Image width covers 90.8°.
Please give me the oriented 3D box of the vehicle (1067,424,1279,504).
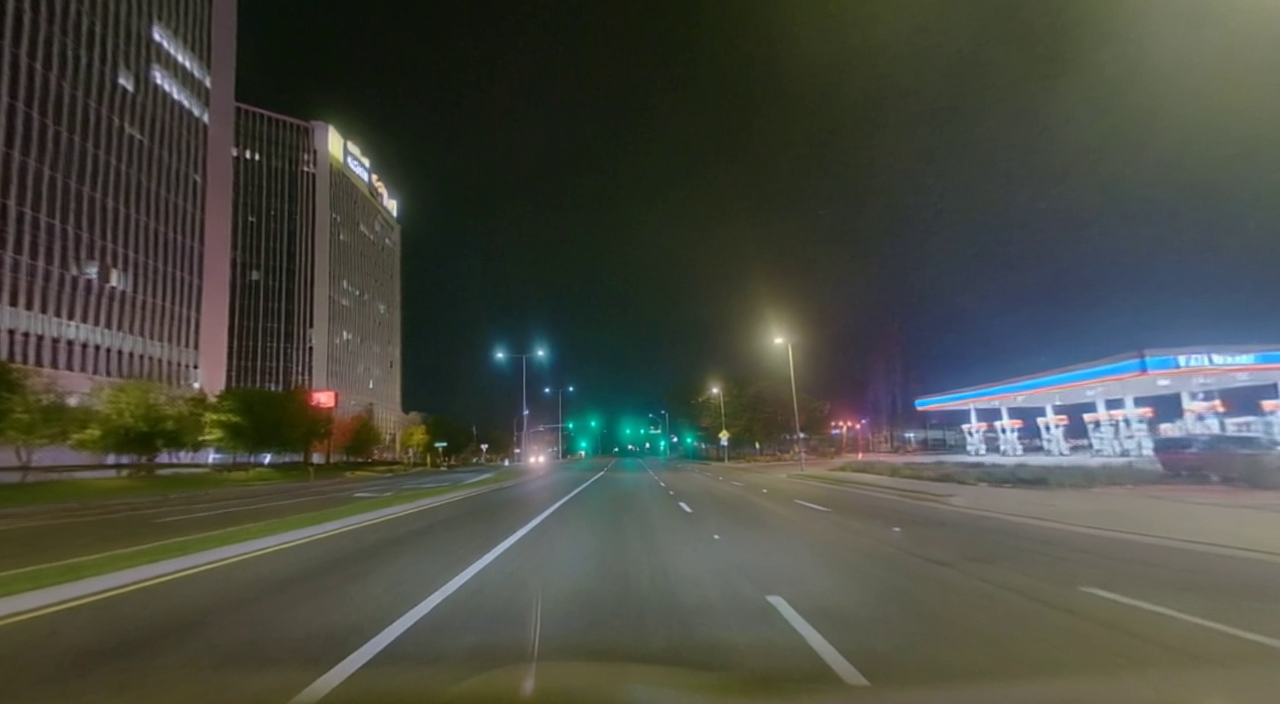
[{"bbox_3d":[12.226,2.401,13.634,4.548,1.568,1.953,0,-10,-1],"label":"vehicle"}]
